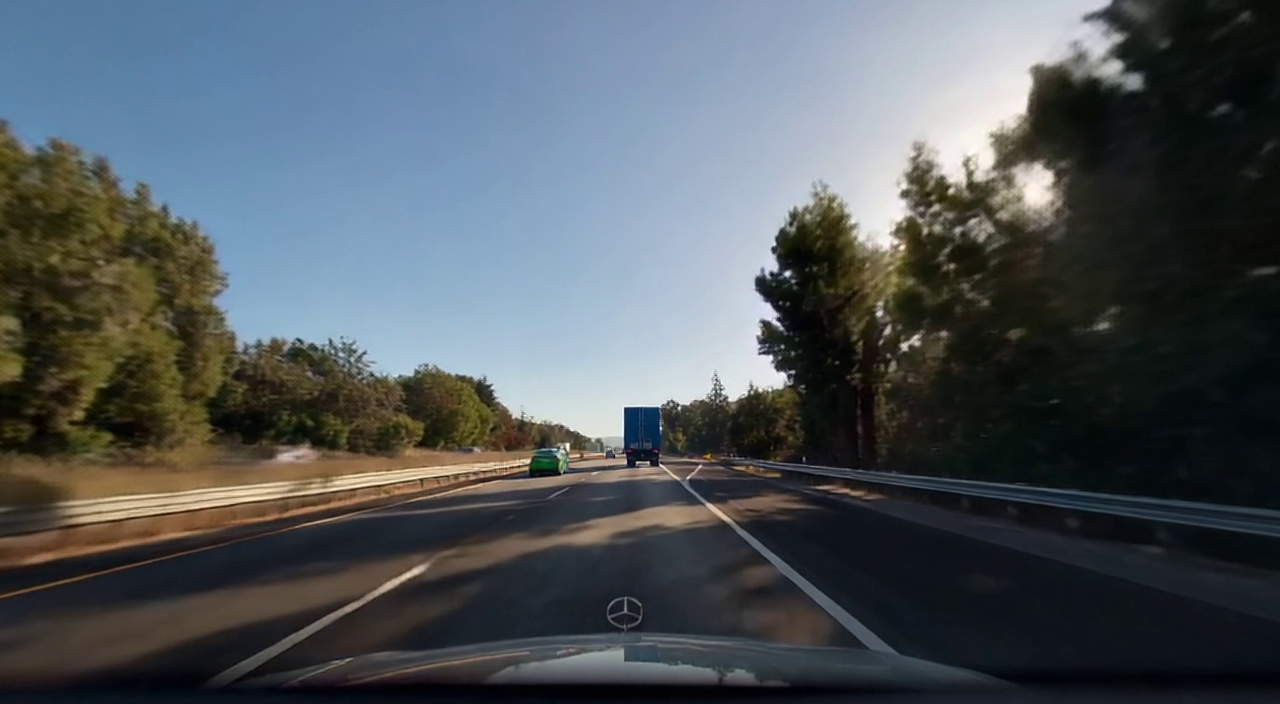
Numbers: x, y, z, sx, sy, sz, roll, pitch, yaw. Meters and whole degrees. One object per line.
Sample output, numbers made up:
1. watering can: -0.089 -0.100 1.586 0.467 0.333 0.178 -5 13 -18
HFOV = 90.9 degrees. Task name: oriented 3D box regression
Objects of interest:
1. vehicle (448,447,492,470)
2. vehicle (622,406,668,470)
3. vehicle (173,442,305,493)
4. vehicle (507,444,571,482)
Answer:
1. vehicle: -13.029 8.170 48.576 1.985 1.594 4.906 0 -9 1
2. vehicle: 0.350 6.114 44.375 2.899 3.966 10.053 0 -8 0
3. vehicle: -13.577 3.910 21.689 1.828 1.576 4.143 0 -9 -1
4. vehicle: -4.430 4.965 28.480 2.051 1.538 4.569 0 -9 1
